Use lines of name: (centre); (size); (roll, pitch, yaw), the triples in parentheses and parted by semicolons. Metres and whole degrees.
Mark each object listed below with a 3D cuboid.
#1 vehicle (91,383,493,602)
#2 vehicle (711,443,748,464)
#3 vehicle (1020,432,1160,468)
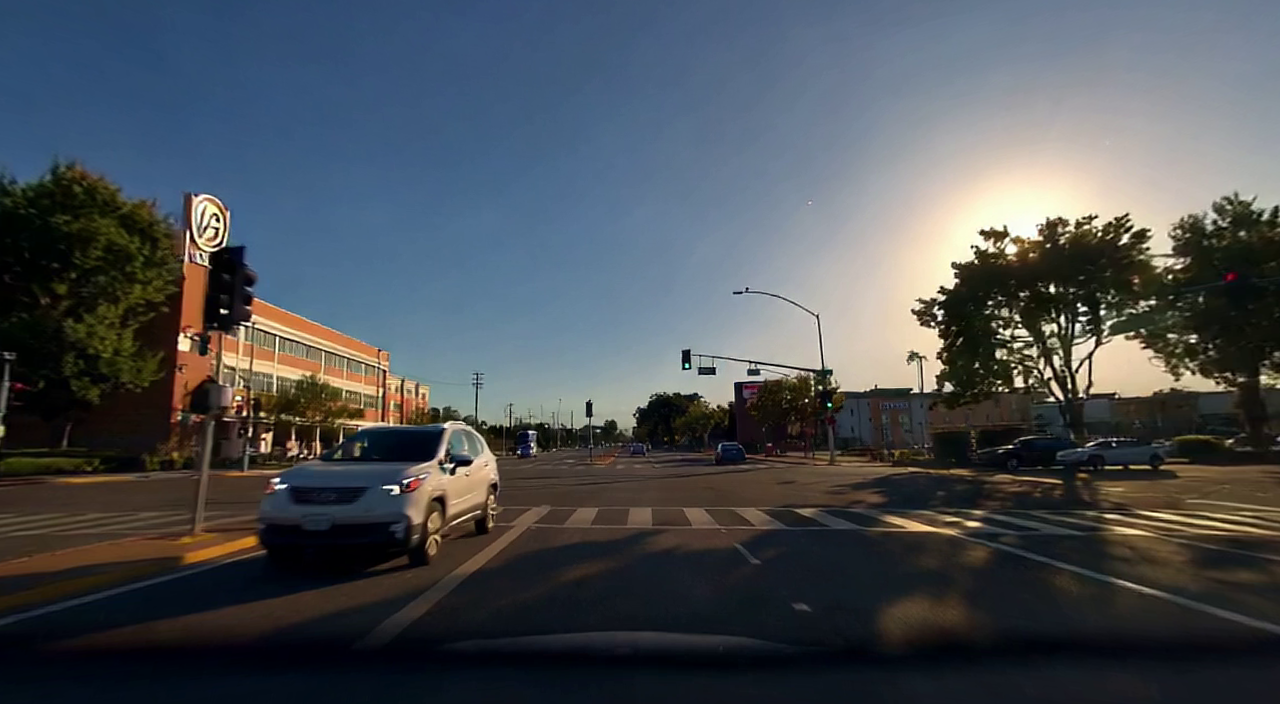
vehicle: (-3.440, 1.526, 7.753); (2.087, 1.789, 4.988); (0, -9, 0)
vehicle: (6.443, 7.417, 46.082); (1.916, 1.437, 4.327); (0, -9, -2)
vehicle: (19.658, 4.309, 27.743); (4.722, 1.477, 1.964); (1, -9, -4)
